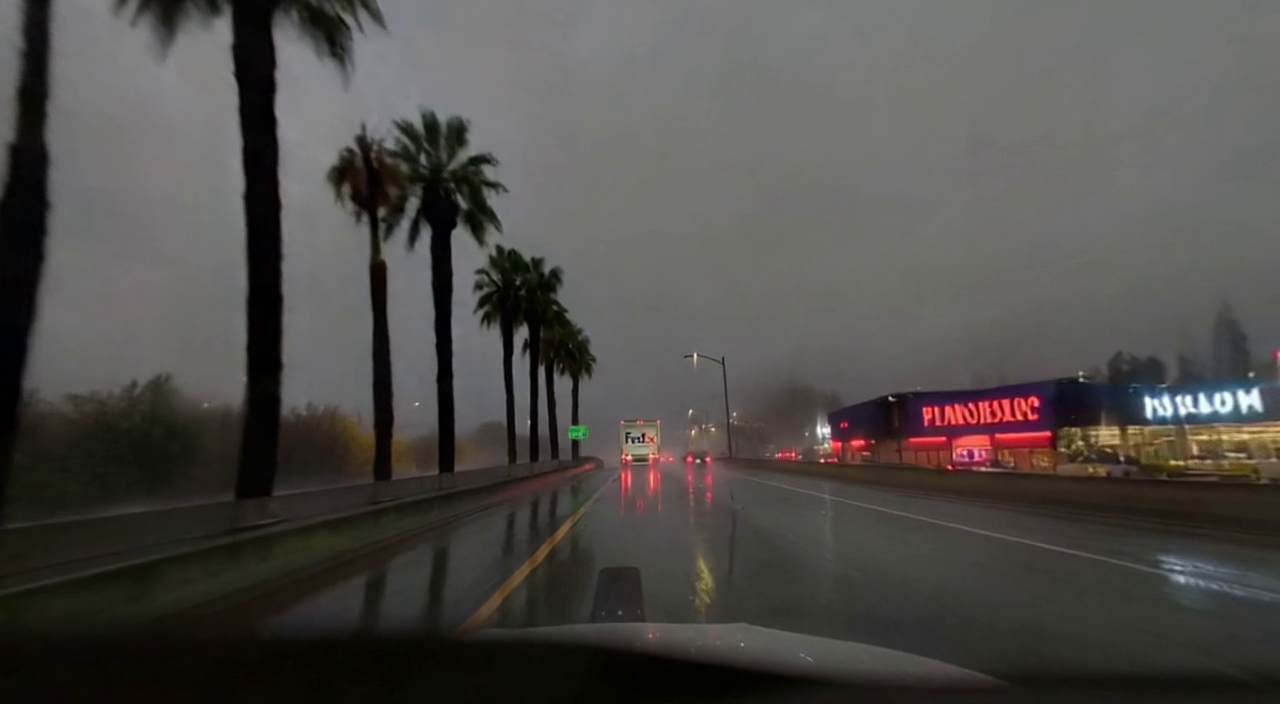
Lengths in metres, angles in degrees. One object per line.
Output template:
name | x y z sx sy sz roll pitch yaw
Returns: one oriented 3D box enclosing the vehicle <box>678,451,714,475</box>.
vehicle | 3.802 7.659 43.601 1.966 1.558 4.238 0 -9 -2
